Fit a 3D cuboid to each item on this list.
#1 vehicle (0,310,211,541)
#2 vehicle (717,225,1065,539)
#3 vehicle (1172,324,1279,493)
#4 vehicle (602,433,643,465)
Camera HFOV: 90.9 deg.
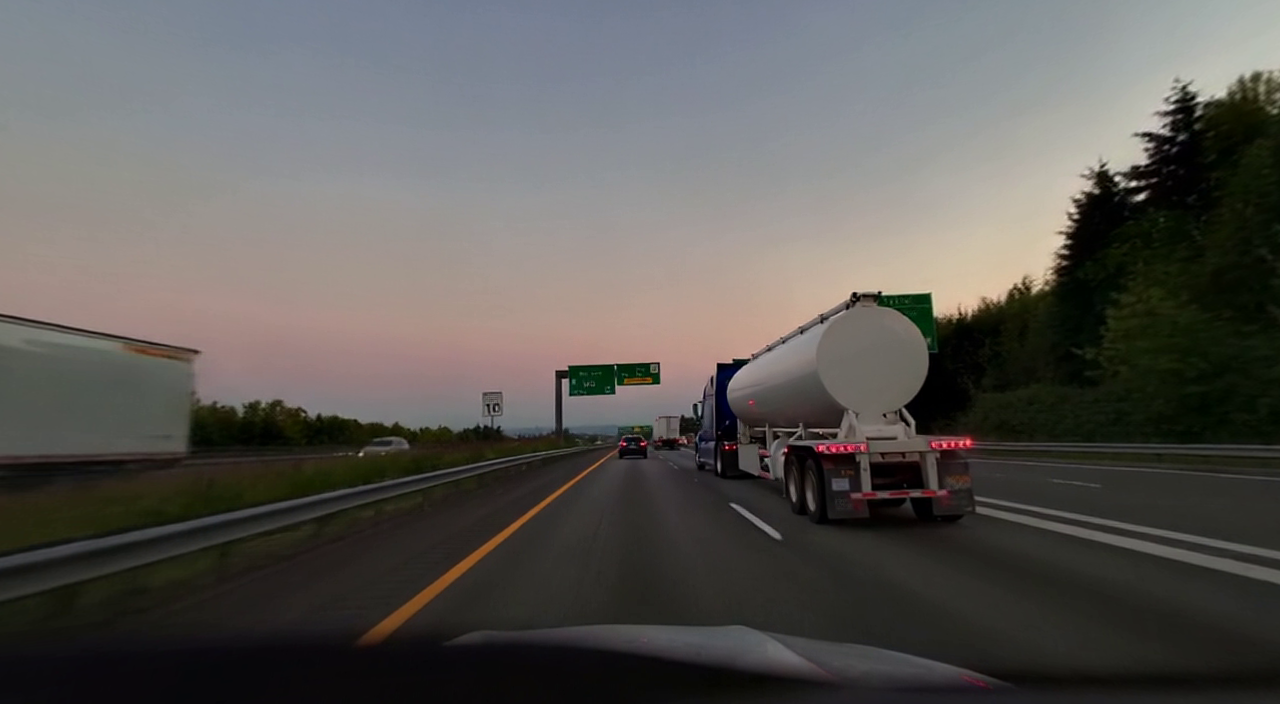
[{"bbox_3d":[-12.905,1.105,9.727,2.895,4.123,14.208,0,-8,-1],"label":"vehicle"},{"bbox_3d":[3.622,0.934,12.425,2.826,3.905,9.262,0,-8,-1],"label":"vehicle"},{"bbox_3d":[17.258,1.127,13.529,2.722,4.038,8.781,2,-8,-12],"label":"vehicle"},{"bbox_3d":[-0.864,4.970,32.455,2.000,1.510,3.518,0,-8,-1],"label":"vehicle"}]
